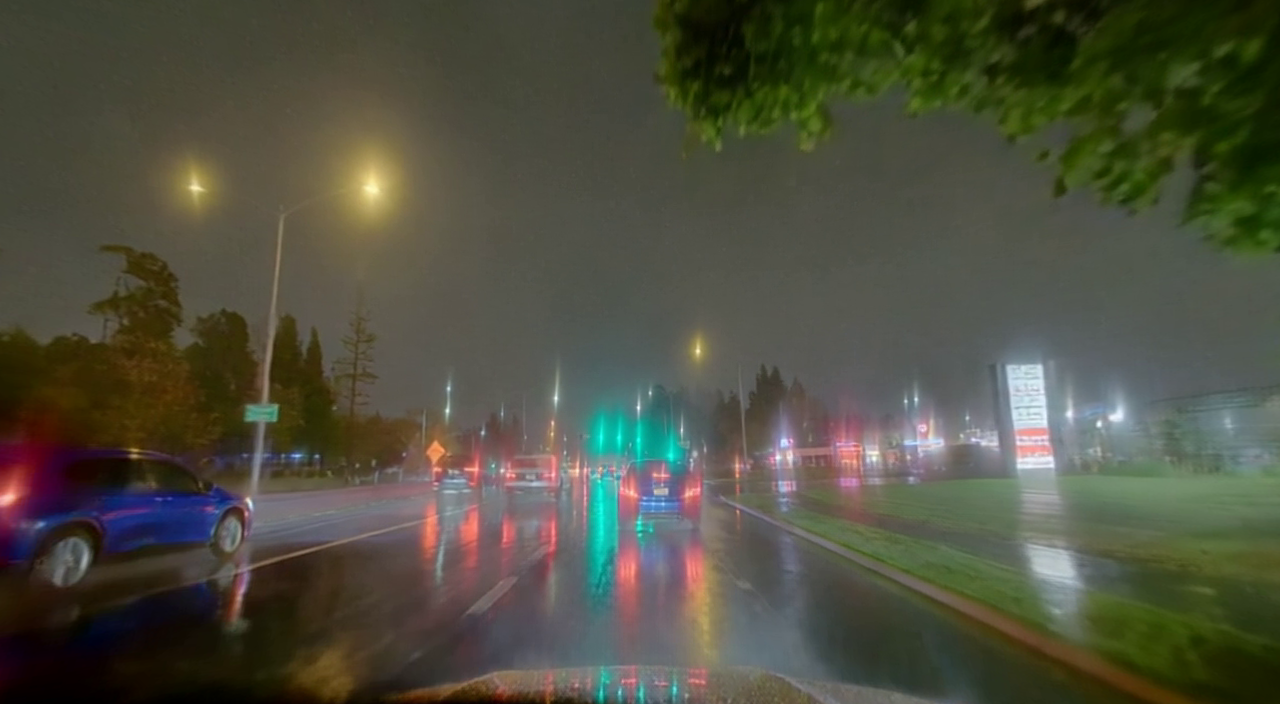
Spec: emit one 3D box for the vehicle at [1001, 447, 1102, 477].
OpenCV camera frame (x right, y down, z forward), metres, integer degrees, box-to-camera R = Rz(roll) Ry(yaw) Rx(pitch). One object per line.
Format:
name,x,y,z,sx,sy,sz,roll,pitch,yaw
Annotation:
vehicle,22.458,6.012,34.436,4.220,1.550,1.935,-9,-13,43

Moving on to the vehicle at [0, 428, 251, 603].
vehicle,-7.084,1.800,7.595,1.968,1.657,4.230,0,-9,1

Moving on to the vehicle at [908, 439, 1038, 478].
vehicle,18.220,5.808,34.672,5.852,1.962,2.323,-8,-12,41

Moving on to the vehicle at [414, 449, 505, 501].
vehicle,-6.748,4.601,24.062,2.032,1.767,4.549,0,-9,1

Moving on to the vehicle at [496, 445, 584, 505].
vehicle,-3.164,3.992,20.999,2.055,1.725,4.732,0,-9,1

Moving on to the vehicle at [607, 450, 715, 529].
vehicle,0.449,2.982,14.286,2.091,1.494,3.962,0,-9,1

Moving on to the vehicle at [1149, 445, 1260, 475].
vehicle,30.519,5.798,34.141,1.757,1.496,4.200,7,-11,-42
